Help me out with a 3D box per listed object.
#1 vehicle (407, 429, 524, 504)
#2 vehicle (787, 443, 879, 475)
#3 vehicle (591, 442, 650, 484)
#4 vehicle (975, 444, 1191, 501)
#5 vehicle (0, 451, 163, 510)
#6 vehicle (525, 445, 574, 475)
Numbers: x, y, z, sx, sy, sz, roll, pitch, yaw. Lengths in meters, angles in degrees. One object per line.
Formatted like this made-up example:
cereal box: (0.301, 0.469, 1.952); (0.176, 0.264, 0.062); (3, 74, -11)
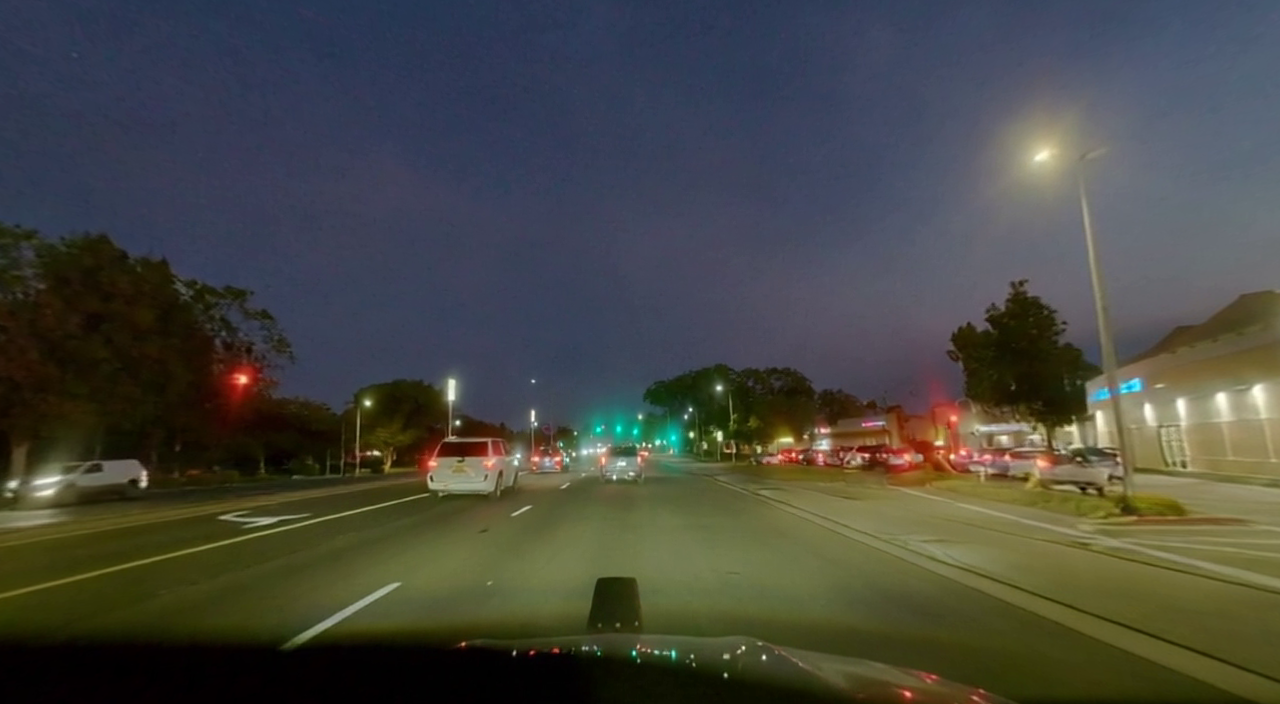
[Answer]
vehicle: (-4.691, 3.136, 17.726); (2.096, 1.807, 4.413); (0, -8, -1)
vehicle: (12.127, 6.714, 39.961); (5.102, 1.889, 2.038); (0, -8, -4)
vehicle: (-0.743, 4.222, 24.301); (2.061, 1.469, 3.954); (0, -8, -2)
vehicle: (13.357, 3.641, 19.383); (4.877, 1.603, 2.197); (-1, -8, 4)
vehicle: (-22.806, 5.129, 25.813); (2.221, 2.017, 5.861); (-2, -8, -2)
vehicle: (-4.776, 5.787, 34.113); (1.973, 1.456, 4.850); (0, -9, 0)
